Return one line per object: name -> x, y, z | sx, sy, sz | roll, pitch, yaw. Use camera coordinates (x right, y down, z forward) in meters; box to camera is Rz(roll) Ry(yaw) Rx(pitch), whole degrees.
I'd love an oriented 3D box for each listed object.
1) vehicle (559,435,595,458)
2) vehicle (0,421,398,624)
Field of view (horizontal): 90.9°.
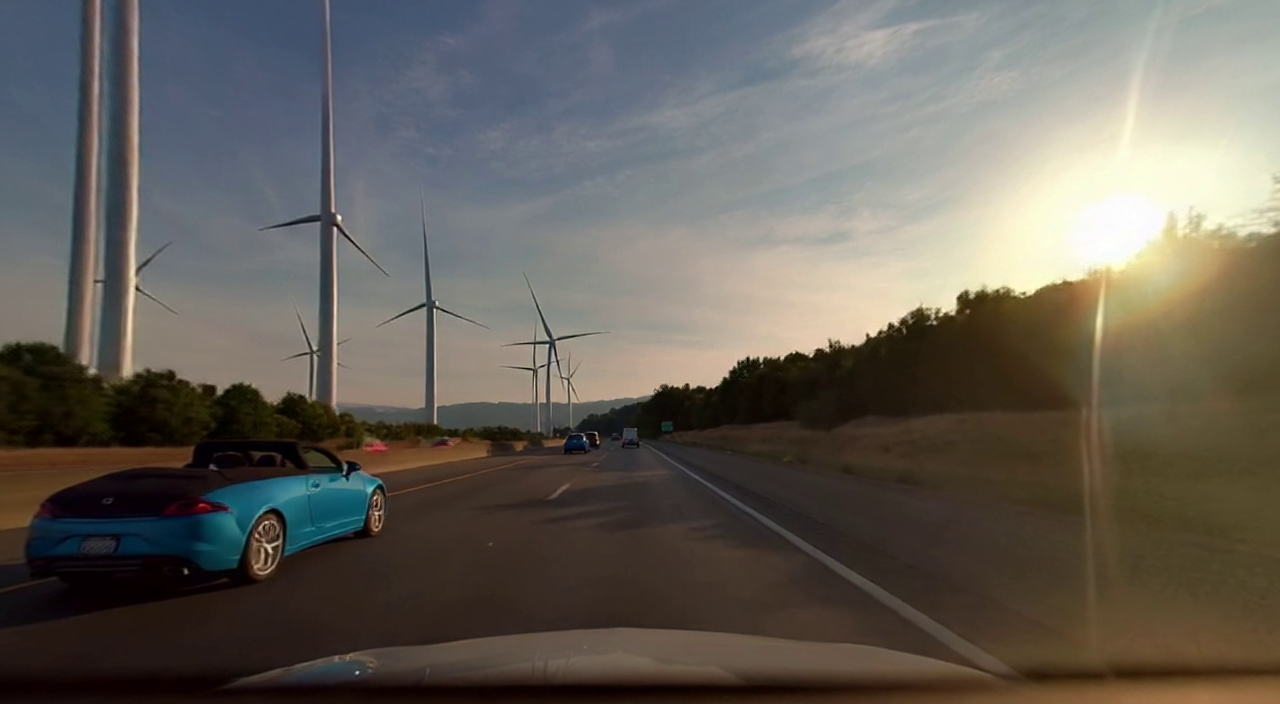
vehicle -> -4.027, 6.089, 40.742 | 2.024, 1.456, 3.754 | 0, -8, -1
vehicle -> -4.316, 1.486, 6.588 | 1.969, 1.413, 4.194 | 0, -8, -1
